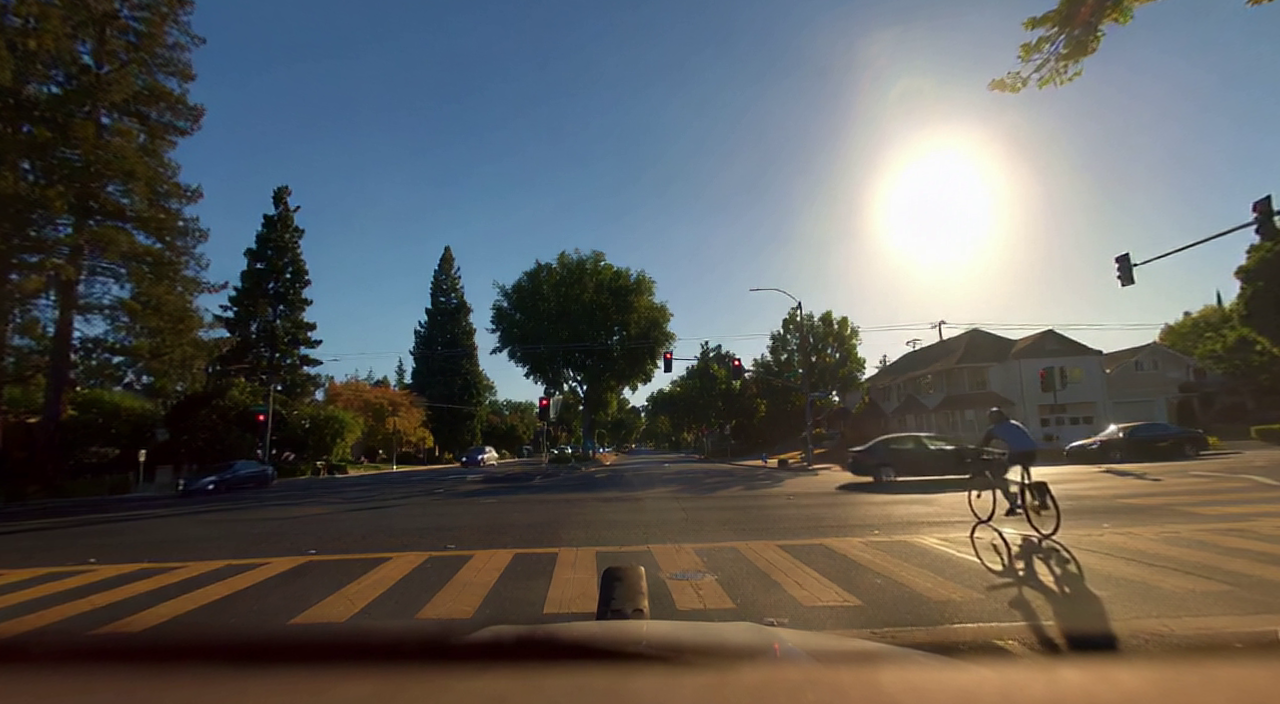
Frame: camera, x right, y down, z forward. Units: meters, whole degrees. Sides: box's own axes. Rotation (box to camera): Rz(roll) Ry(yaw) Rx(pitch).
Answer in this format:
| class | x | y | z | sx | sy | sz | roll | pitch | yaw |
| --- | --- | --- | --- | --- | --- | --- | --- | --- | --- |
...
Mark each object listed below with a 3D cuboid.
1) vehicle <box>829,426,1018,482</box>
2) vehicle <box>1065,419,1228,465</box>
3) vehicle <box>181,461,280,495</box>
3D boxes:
| class | x | y | z | sx | sy | sz | roll | pitch | yaw |
| --- | --- | --- | --- | --- | --- | --- | --- | --- | --- |
| vehicle | 8.097 | 3.004 | 18.564 | 4.749 | 1.496 | 2.017 | -3 | -9 | 15 |
| vehicle | 17.344 | 3.100 | 21.758 | 3.969 | 1.493 | 1.823 | 0 | -9 | 1 |
| vehicle | -19.324 | 5.934 | 30.004 | 1.810 | 1.393 | 4.423 | 0 | -9 | -1 |
